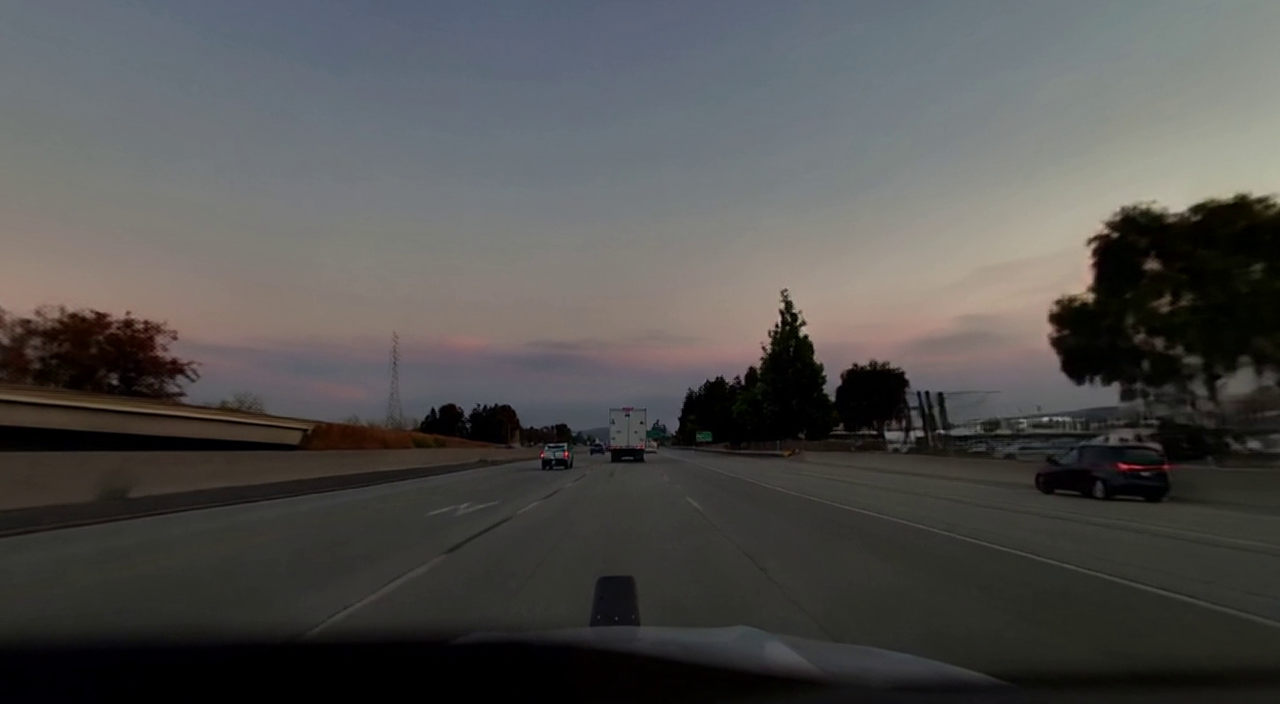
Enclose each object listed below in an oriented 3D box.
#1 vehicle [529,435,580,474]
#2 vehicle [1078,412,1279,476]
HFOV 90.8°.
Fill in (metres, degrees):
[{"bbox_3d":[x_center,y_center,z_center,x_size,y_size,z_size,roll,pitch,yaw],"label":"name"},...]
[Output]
[{"bbox_3d":[-4.564,5.558,34.411,2.095,1.930,4.680,0,-8,0],"label":"vehicle"},{"bbox_3d":[37.181,6.403,44.270,2.828,3.959,9.966,4,-9,-33],"label":"vehicle"}]
